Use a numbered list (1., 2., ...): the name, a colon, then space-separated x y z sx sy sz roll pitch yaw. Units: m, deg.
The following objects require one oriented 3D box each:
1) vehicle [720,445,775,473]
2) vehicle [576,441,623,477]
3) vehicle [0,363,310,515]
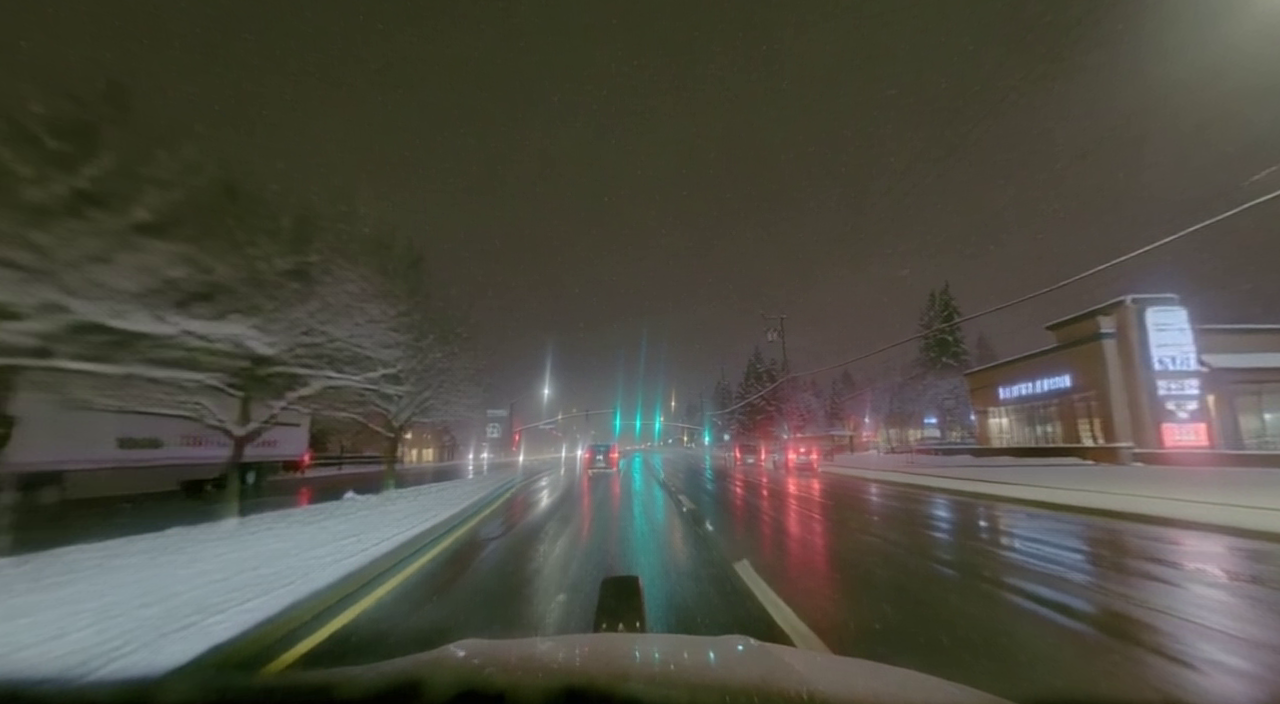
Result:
1. vehicle: 6.022 6.020 35.883 2.075 1.475 4.571 0 -8 -4
2. vehicle: -1.916 5.010 29.883 2.072 1.545 4.578 0 -8 -4
3. vehicle: -19.250 3.535 25.107 3.133 4.167 16.699 -1 -8 1
